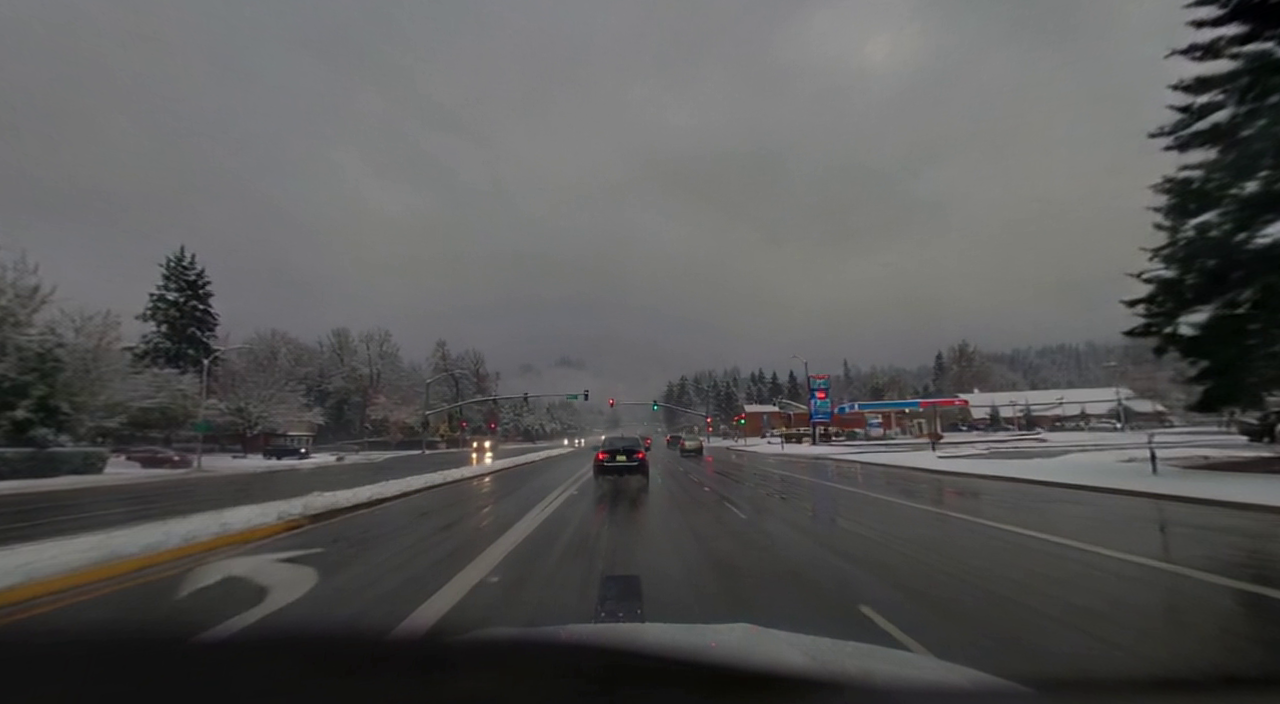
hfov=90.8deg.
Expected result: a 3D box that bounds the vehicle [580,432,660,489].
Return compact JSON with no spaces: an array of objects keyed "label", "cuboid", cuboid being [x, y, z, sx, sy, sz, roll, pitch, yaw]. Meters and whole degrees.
[{"label":"vehicle","cuboid":[-0.509,3.046,18.021,2.040,1.451,3.736,0,-8,0]}]

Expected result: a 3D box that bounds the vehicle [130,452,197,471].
[{"label":"vehicle","cuboid":[-36.452,8.378,48.407,3.670,1.430,1.897,-1,-9,6]}]
